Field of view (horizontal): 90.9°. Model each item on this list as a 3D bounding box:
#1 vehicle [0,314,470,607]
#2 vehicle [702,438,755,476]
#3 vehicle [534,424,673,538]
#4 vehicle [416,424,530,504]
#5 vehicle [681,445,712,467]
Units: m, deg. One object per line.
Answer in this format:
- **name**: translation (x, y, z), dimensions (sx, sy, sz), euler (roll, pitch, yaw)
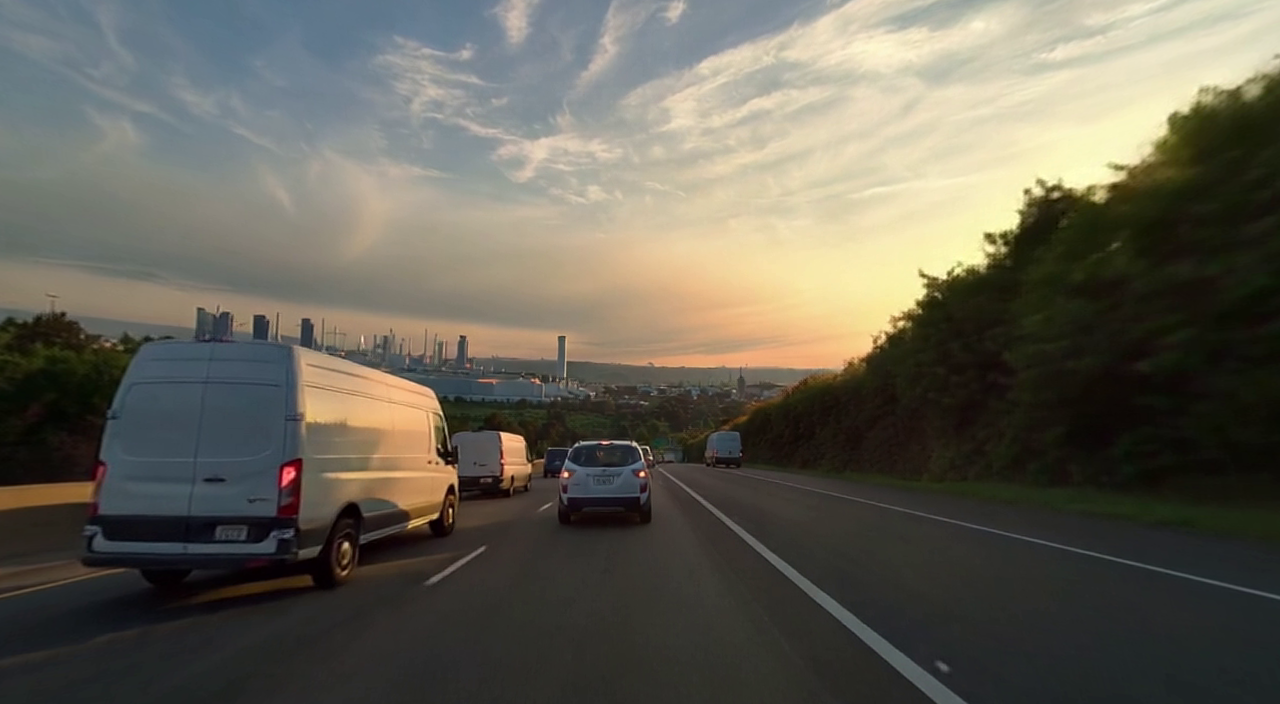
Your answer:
- **vehicle**: translation (-4.553, 1.470, 9.128), dimensions (2.248, 2.626, 6.837), euler (0, -9, 0)
- **vehicle**: translation (4.370, 5.283, 31.782), dimensions (2.003, 1.754, 4.134), euler (0, -9, 0)
- **vehicle**: translation (-0.573, 2.243, 11.480), dimensions (2.093, 1.695, 3.782), euler (0, -9, -1)
- **vehicle**: translation (-4.574, 3.146, 18.040), dimensions (2.043, 1.987, 4.486), euler (0, -9, 0)
- **vehicle**: translation (4.204, 7.803, 47.426), dimensions (1.874, 1.512, 3.723), euler (0, -9, -1)
